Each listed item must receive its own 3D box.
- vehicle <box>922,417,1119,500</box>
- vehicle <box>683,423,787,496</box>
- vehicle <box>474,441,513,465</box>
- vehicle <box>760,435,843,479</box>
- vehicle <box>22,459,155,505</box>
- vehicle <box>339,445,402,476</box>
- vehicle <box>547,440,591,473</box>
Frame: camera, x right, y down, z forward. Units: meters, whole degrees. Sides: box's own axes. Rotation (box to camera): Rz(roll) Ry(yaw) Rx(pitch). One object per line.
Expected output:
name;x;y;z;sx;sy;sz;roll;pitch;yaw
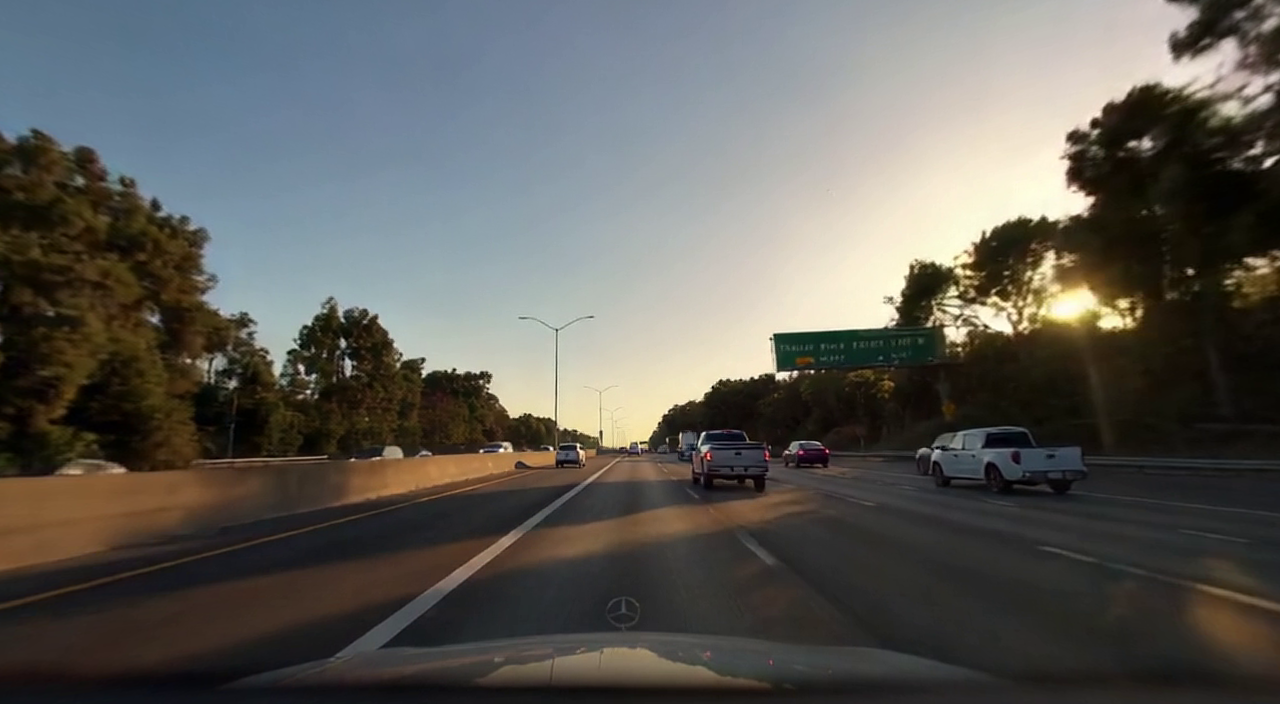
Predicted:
vehicle;9.907;2.829;17.115;2.046;1.873;5.131;0;-9;-1
vehicle;2.636;3.208;19.197;2.200;1.870;5.649;0;-9;-1
vehicle;-9.008;6.248;39.072;1.669;1.420;3.479;-1;-9;-1
vehicle;6.534;4.317;26.198;2.105;1.655;4.652;0;-9;-1
vehicle;-18.745;4.396;21.664;1.529;1.344;3.314;0;-9;-1
vehicle;-12.273;4.937;28.952;1.428;1.305;3.191;0;-8;0
vehicle;-3.883;5.781;35.144;1.992;1.651;4.185;0;-9;0
